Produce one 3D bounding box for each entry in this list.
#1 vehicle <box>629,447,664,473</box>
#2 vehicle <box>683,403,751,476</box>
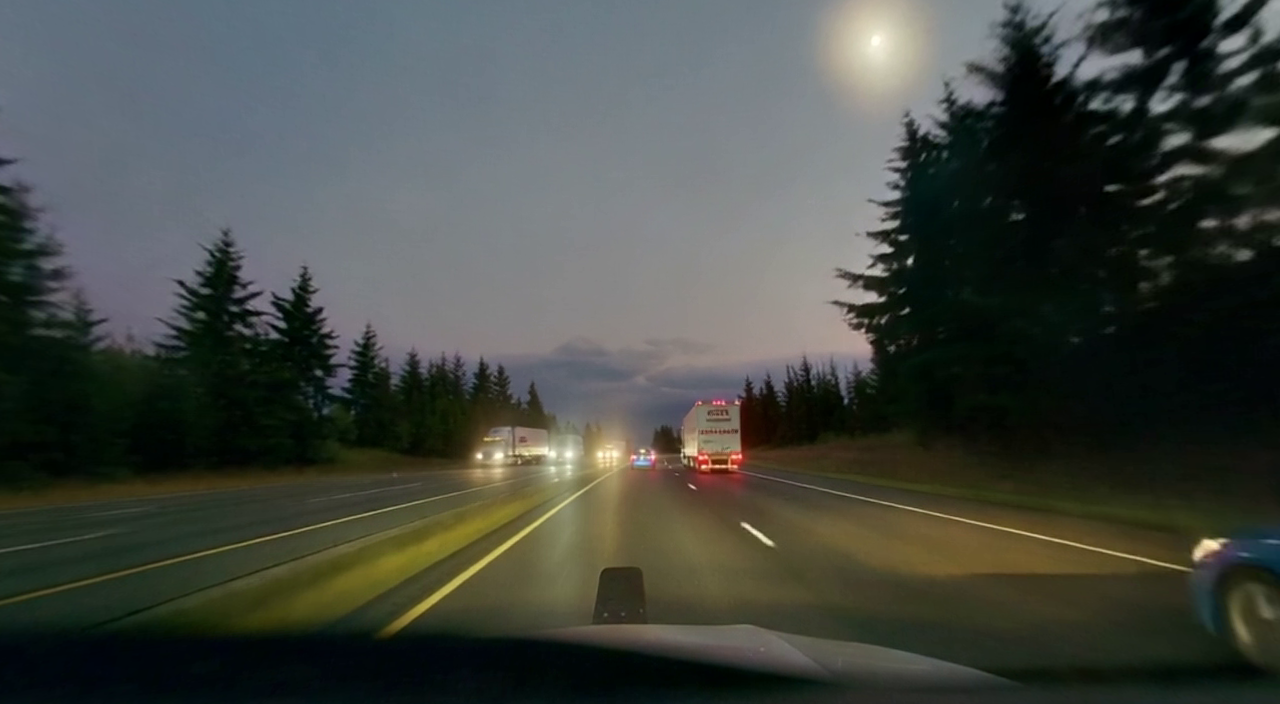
[{"bbox_3d":[0.400,6.569,38.553,2.074,1.475,3.960,0,-9,1],"label":"vehicle"},{"bbox_3d":[4.821,6.010,42.653,2.909,4.074,14.457,0,-9,0],"label":"vehicle"}]
